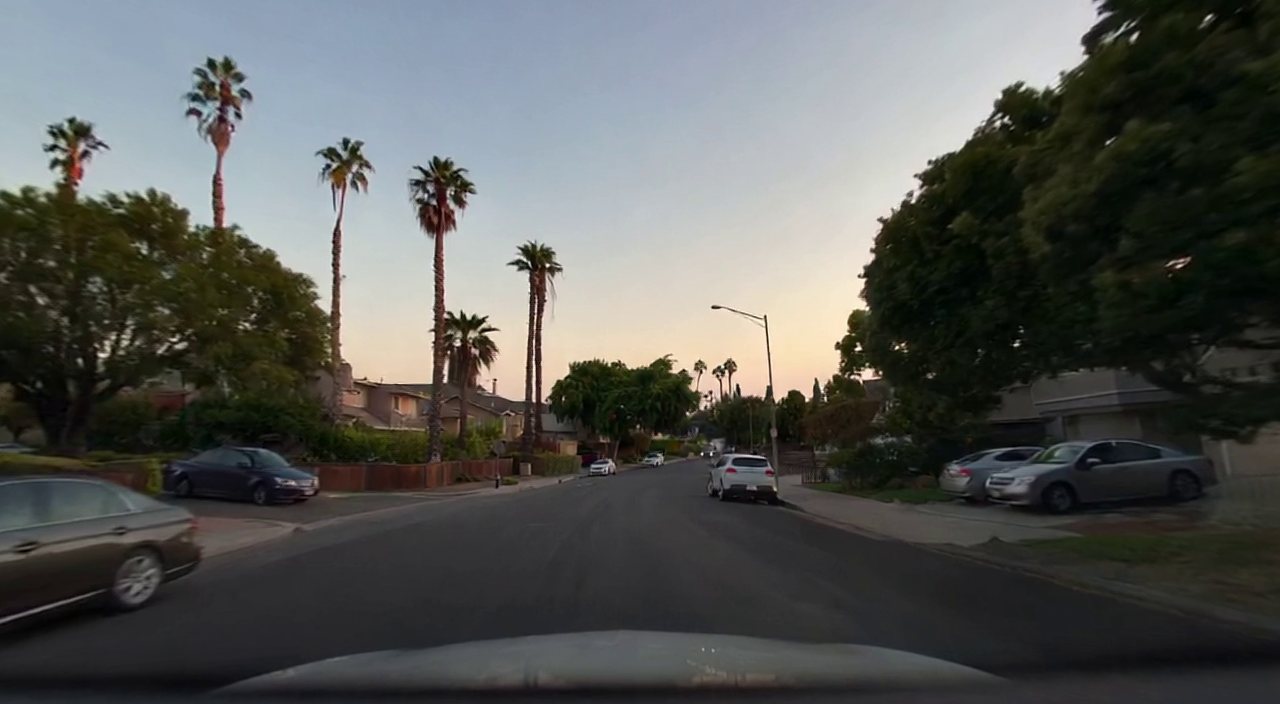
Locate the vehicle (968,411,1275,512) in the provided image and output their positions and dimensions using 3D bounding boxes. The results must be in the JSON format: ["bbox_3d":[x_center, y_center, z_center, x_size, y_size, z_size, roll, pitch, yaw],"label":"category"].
[{"bbox_3d":[9.756,2.358,13.165,4.478,1.705,2.050,-3,-16,2],"label":"vehicle"}]

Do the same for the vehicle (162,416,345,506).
[{"bbox_3d":[-13.394,3.677,21.673,6.773,2.680,2.459,-5,-10,32],"label":"vehicle"}]

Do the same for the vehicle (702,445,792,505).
[{"bbox_3d":[3.561,4.174,22.006,2.197,1.816,4.845,0,-8,-1],"label":"vehicle"}]

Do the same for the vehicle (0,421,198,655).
[{"bbox_3d":[-5.788,1.437,4.722,1.947,1.672,4.289,-1,-19,-4],"label":"vehicle"}]
